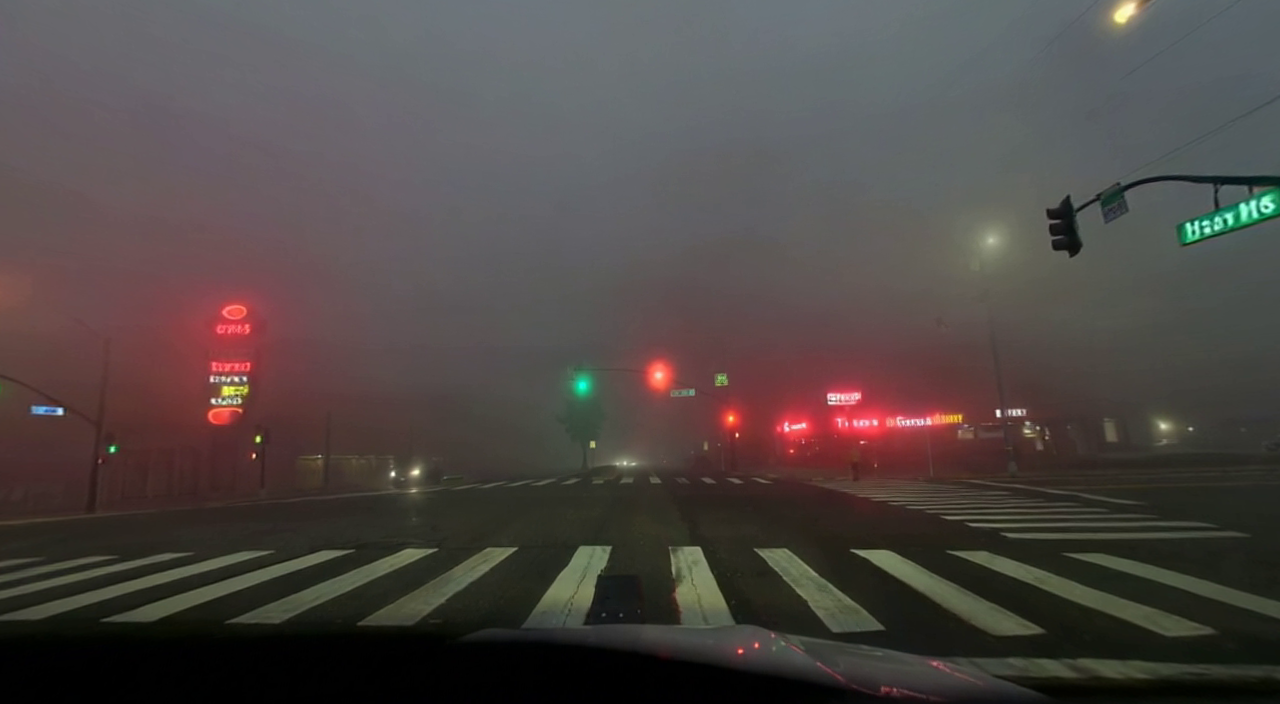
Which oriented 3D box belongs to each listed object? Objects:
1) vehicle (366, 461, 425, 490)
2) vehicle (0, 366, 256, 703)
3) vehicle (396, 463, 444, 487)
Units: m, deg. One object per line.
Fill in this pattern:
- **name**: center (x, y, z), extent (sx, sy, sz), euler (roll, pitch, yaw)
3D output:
- **vehicle**: center (-19.213, 9.711, 49.806), extent (2.227, 2.033, 5.614), euler (0, -9, 2)
- **vehicle**: center (-3.413, 0.747, 1.411), extent (2.081, 1.644, 4.523), euler (0, -9, 3)
- **vehicle**: center (-15.743, 8.823, 45.360), extent (1.931, 1.471, 4.152), euler (0, -9, 0)
